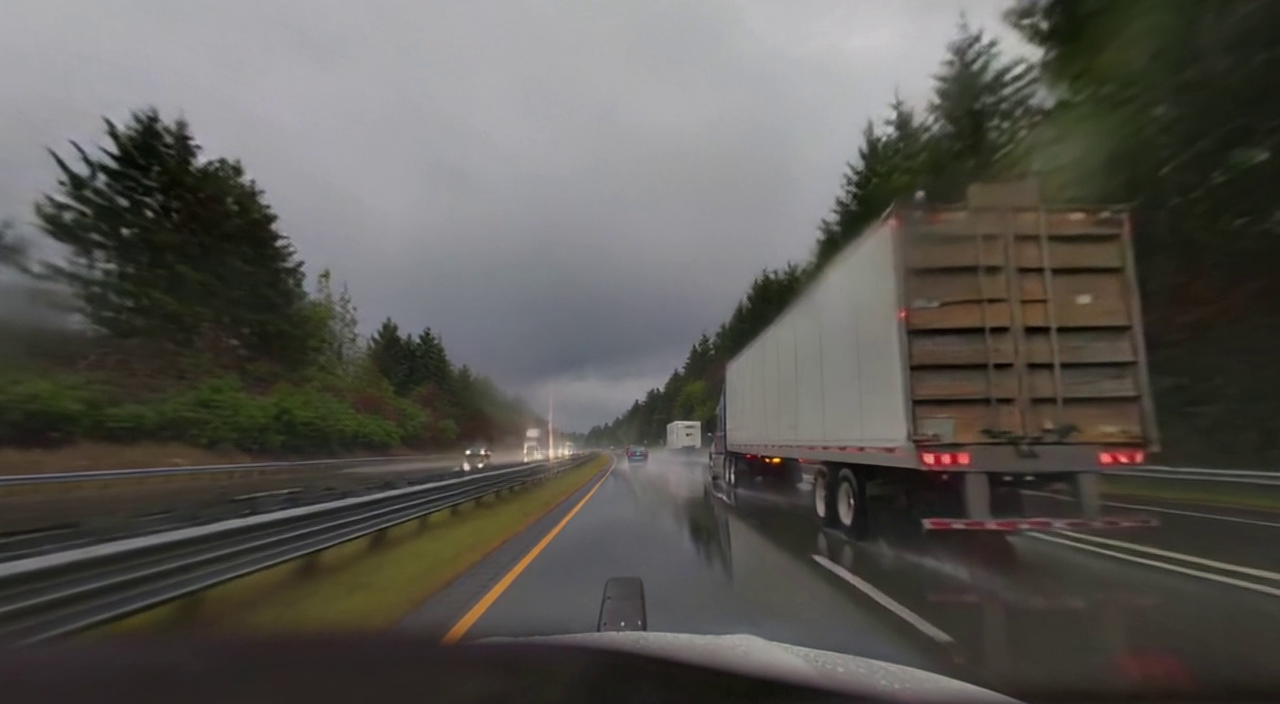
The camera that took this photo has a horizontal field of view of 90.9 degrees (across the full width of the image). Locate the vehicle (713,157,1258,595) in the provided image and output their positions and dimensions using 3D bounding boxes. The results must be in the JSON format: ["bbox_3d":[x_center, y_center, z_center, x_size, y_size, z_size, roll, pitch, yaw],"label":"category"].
[{"bbox_3d":[3.896,1.222,13.015,2.883,4.057,14.579,0,-9,-1],"label":"vehicle"}]

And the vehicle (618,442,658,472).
[{"bbox_3d":[-0.133,5.778,34.803,2.051,1.513,4.511,0,-9,0],"label":"vehicle"}]

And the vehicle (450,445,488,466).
[{"bbox_3d":[-13.460,8.154,49.838,1.827,1.507,4.508,0,-9,0],"label":"vehicle"}]
